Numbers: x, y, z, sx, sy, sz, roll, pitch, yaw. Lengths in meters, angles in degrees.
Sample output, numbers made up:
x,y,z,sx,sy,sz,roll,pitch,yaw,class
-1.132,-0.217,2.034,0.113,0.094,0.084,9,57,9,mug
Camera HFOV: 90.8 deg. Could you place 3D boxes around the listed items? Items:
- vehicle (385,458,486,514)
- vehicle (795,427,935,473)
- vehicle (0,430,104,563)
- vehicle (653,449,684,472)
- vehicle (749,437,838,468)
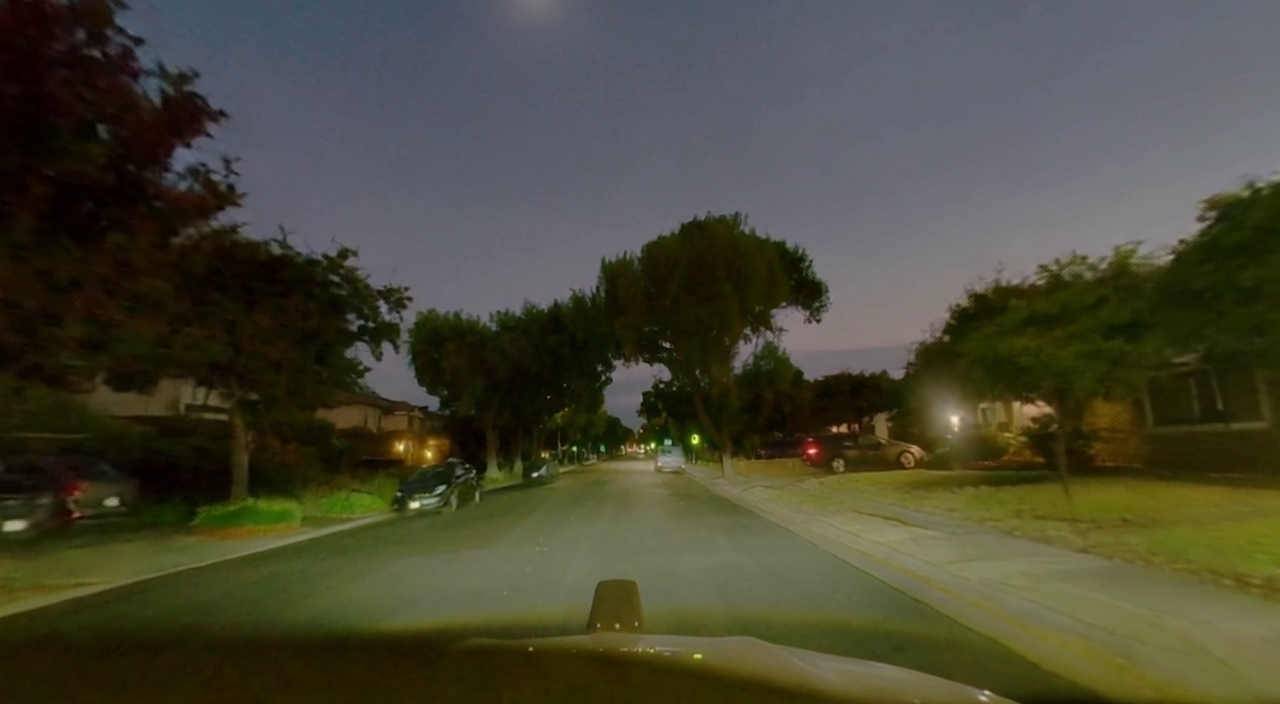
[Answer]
x,y,z,sx,sy,sz,roll,pitch,yaw,class
-6.170,4.060,19.512,1.878,1.496,3.535,-1,-9,0,vehicle
8.556,3.758,24.309,4.599,1.652,1.903,0,-9,-3,vehicle
-12.281,2.373,10.496,4.753,2.028,2.079,-1,-9,0,vehicle
1.886,7.395,43.277,2.022,1.483,4.565,-1,-9,1,vehicle
8.422,5.557,34.988,4.331,1.570,2.009,0,-9,-2,vehicle
